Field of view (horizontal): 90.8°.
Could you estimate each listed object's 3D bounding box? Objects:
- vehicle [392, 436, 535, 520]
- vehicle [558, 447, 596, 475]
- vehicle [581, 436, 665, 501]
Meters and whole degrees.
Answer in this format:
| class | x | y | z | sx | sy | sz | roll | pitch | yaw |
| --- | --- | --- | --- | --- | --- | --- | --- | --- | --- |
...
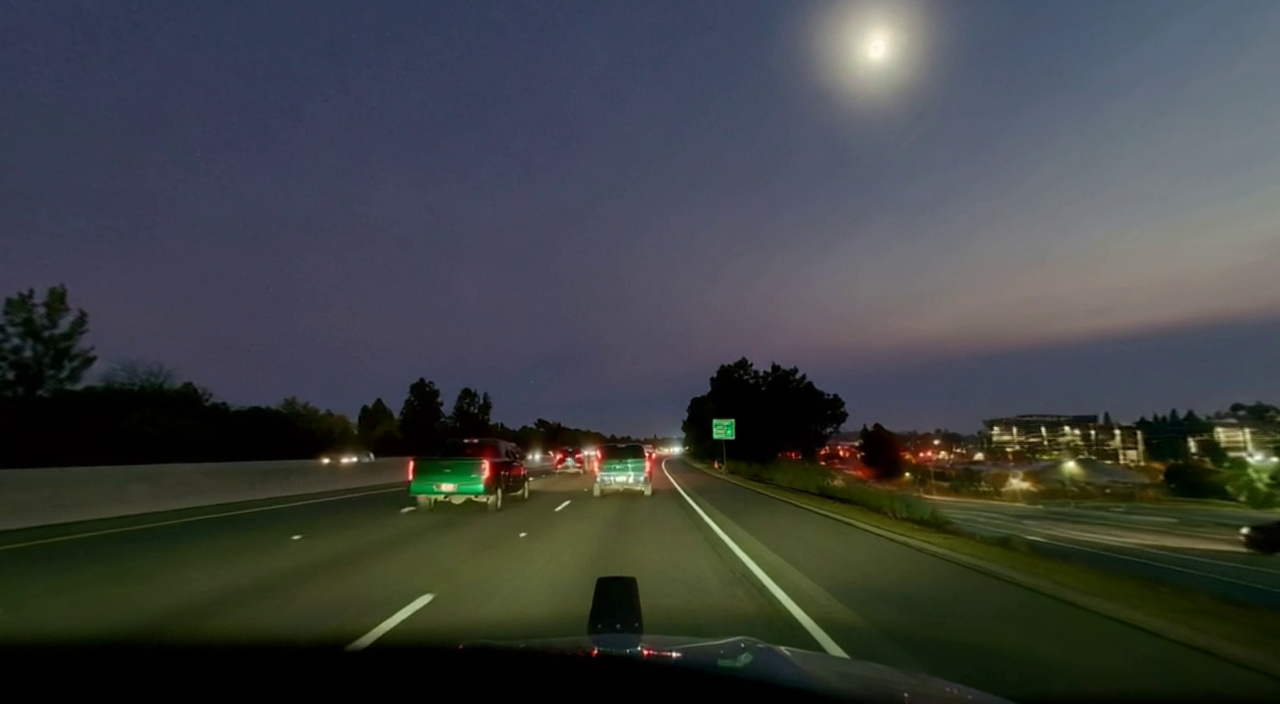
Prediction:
| class | x | y | z | sx | sy | sz | roll | pitch | yaw |
| --- | --- | --- | --- | --- | --- | --- | --- | --- | --- |
| vehicle | -4.084 | 2.987 | 15.672 | 2.038 | 1.704 | 5.181 | 0 | -8 | 0 |
| vehicle | -4.163 | 7.295 | 42.632 | 1.991 | 1.776 | 4.333 | 0 | -8 | 2 |
| vehicle | -0.448 | 3.518 | 19.574 | 2.293 | 1.753 | 4.380 | 0 | -8 | 1 |
